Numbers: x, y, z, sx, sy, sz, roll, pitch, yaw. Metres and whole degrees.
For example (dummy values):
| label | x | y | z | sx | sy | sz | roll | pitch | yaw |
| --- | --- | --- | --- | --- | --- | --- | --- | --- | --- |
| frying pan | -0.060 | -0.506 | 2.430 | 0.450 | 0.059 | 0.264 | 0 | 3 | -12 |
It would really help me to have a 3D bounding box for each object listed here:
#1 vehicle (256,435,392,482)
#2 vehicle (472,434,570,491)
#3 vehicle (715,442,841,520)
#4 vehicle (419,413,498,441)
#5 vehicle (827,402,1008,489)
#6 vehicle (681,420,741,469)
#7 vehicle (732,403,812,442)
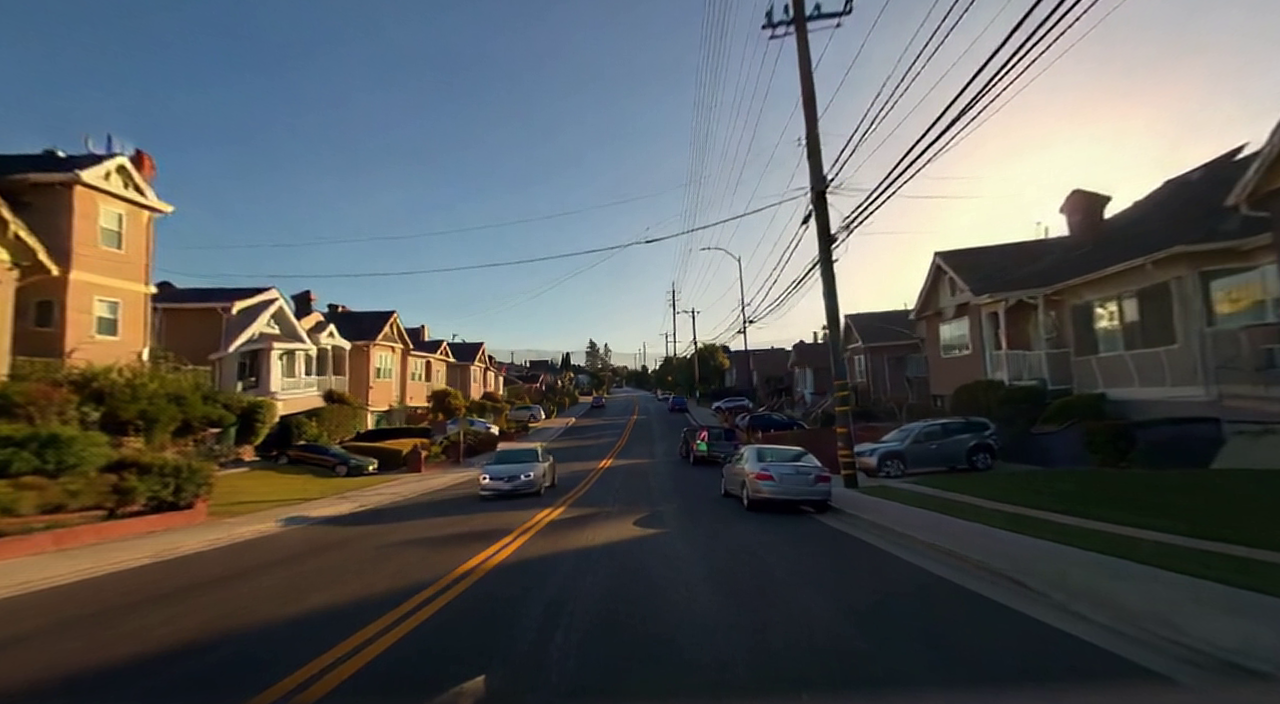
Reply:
| label | x | y | z | sx | sy | sz | roll | pitch | yaw |
| --- | --- | --- | --- | --- | --- | --- | --- | --- | --- |
| vehicle | -11.989 | 4.051 | 24.139 | 4.236 | 1.654 | 1.745 | 0 | -8 | -5 |
| vehicle | -3.587 | 3.395 | 19.852 | 2.096 | 1.542 | 4.481 | 0 | -7 | 2 |
| vehicle | 2.943 | 2.851 | 14.505 | 2.063 | 1.503 | 4.415 | 0 | -9 | 2 |
| vehicle | -12.015 | 5.013 | 41.812 | 4.525 | 1.797 | 2.024 | -1 | -9 | 5 |
| vehicle | 8.119 | 2.768 | 18.726 | 4.286 | 2.044 | 1.913 | -5 | -8 | -1 |
| vehicle | 3.185 | 4.220 | 29.369 | 2.211 | 1.860 | 4.813 | 0 | -4 | 0 |
| vehicle | 8.572 | 4.650 | 41.212 | 4.622 | 1.826 | 2.065 | -8 | -9 | 0 |
